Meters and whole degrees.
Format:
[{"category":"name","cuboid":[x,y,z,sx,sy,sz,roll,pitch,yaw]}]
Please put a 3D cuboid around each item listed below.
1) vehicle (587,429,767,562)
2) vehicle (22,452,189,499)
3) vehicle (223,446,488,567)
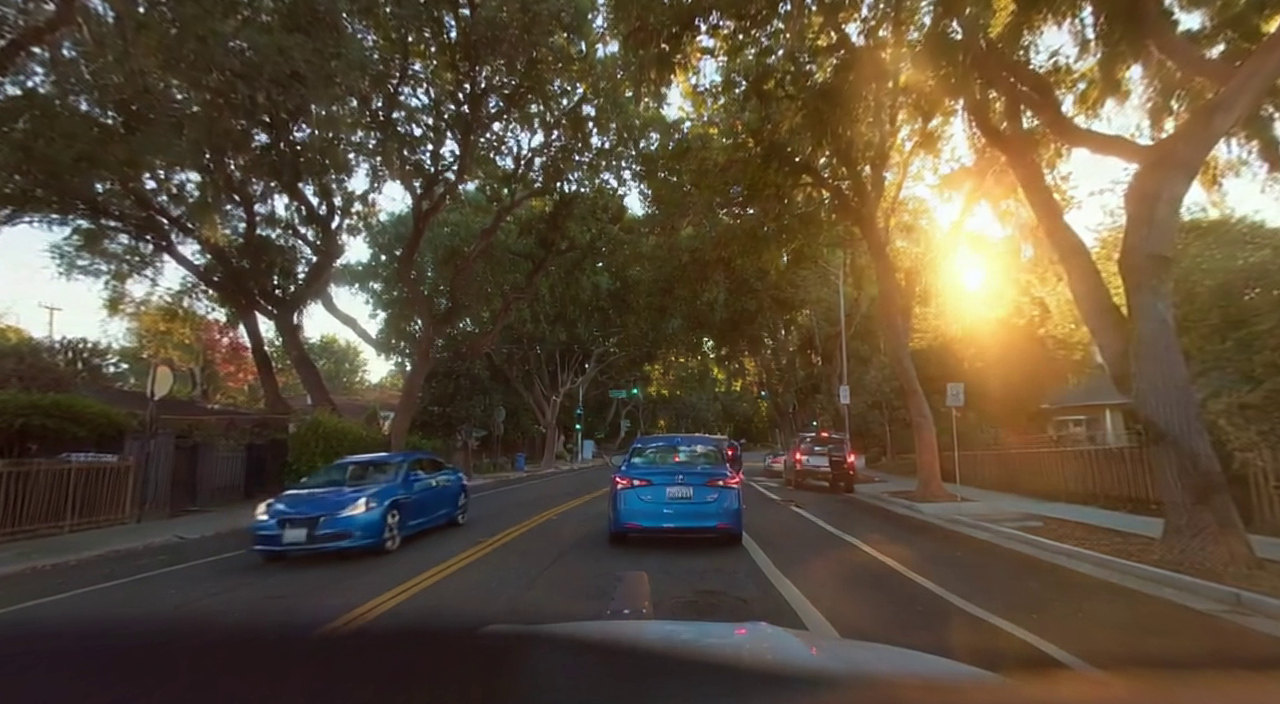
[{"category":"vehicle","cuboid":[0.481,1.956,9.338,2.070,1.516,3.936,0,-8,2]},{"category":"vehicle","cuboid":[-18.150,4.175,21.524,4.069,1.445,2.063,-1,-9,8]},{"category":"vehicle","cuboid":[-4.180,2.302,10.324,1.956,1.488,4.560,-1,-8,4]}]
